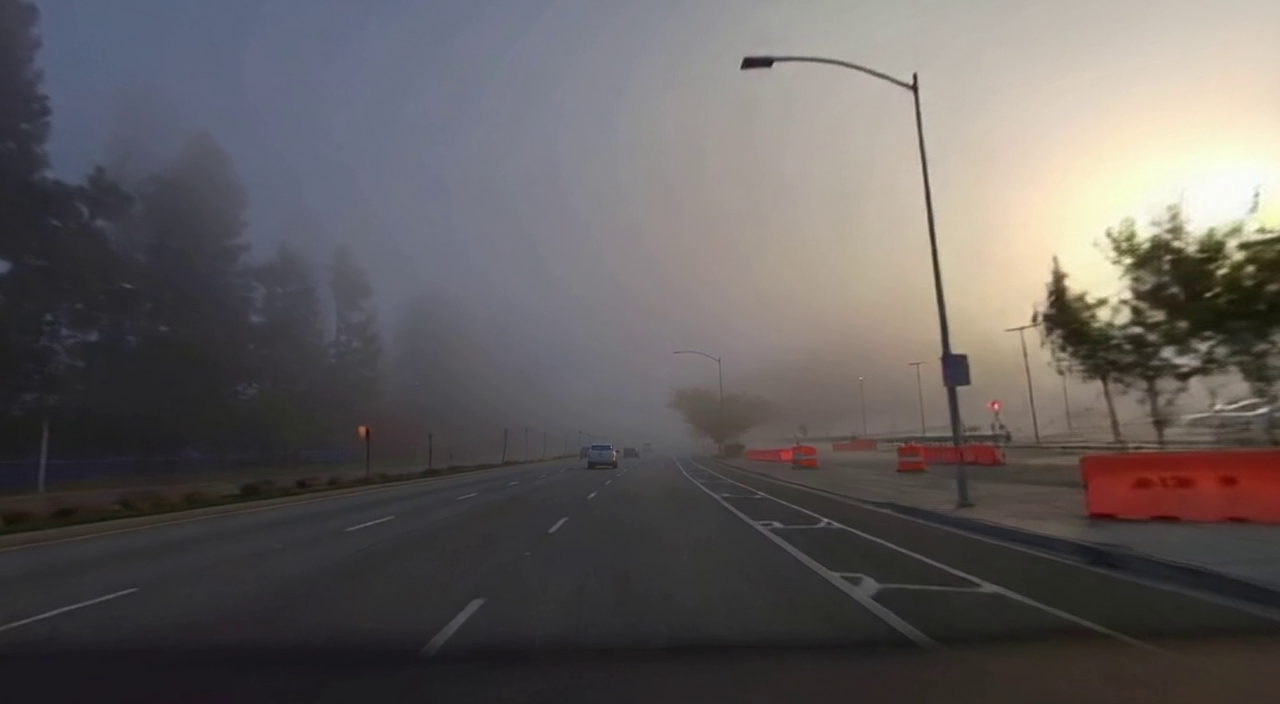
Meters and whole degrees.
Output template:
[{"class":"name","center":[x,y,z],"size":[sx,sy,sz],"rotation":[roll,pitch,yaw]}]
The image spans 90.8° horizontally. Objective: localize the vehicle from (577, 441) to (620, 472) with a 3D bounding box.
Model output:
[{"class":"vehicle","center":[-2.311,5.994,36.407],"size":[2.121,1.654,3.993],"rotation":[0,-8,2]}]
